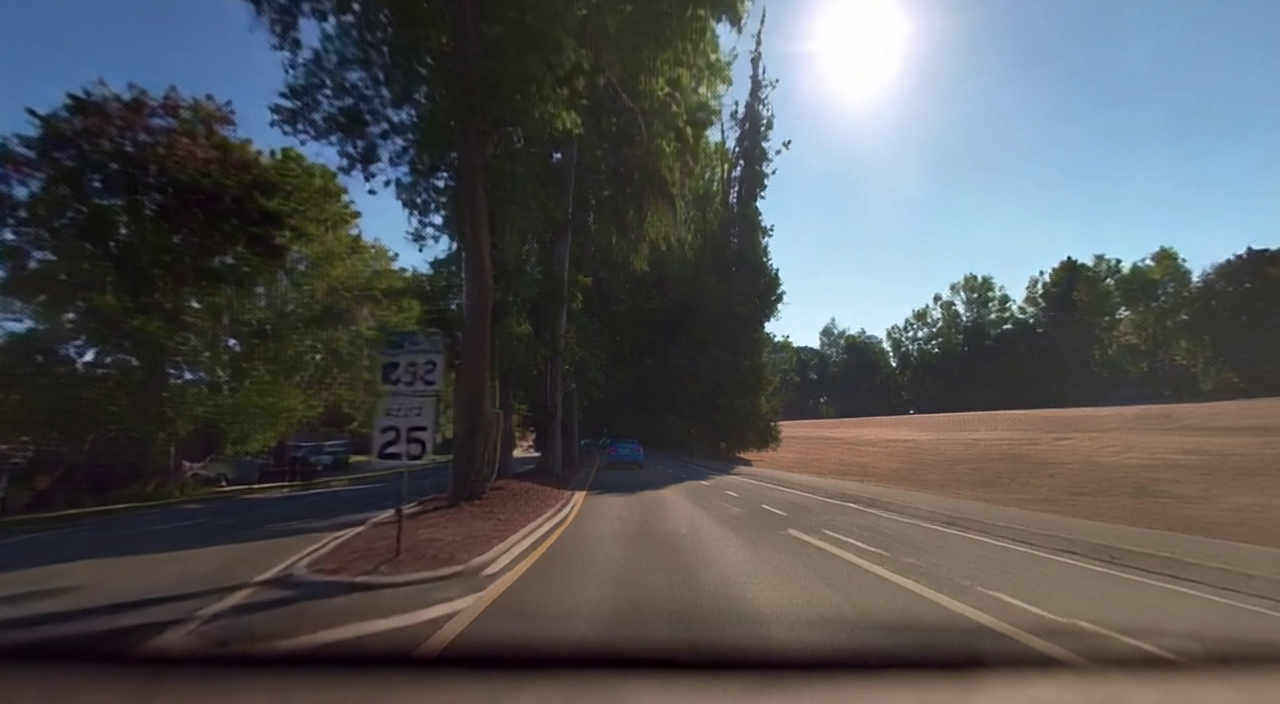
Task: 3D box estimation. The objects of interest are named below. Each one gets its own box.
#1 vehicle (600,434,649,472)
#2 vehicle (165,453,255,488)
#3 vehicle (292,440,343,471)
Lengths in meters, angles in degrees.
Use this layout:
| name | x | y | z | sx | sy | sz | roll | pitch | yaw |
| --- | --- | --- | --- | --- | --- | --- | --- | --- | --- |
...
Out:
| name | x | y | z | sx | sy | sz | roll | pitch | yaw |
| --- | --- | --- | --- | --- | --- | --- | --- | --- | --- |
| vehicle | -0.829 | 4.971 | 31.168 | 2.216 | 1.708 | 4.110 | 1 | -9 | -4 |
| vehicle | -20.897 | 5.743 | 30.951 | 1.792 | 1.471 | 4.511 | 2 | -9 | -8 |
| vehicle | -23.718 | 7.616 | 46.709 | 2.076 | 2.085 | 5.241 | 4 | -9 | -13 |
